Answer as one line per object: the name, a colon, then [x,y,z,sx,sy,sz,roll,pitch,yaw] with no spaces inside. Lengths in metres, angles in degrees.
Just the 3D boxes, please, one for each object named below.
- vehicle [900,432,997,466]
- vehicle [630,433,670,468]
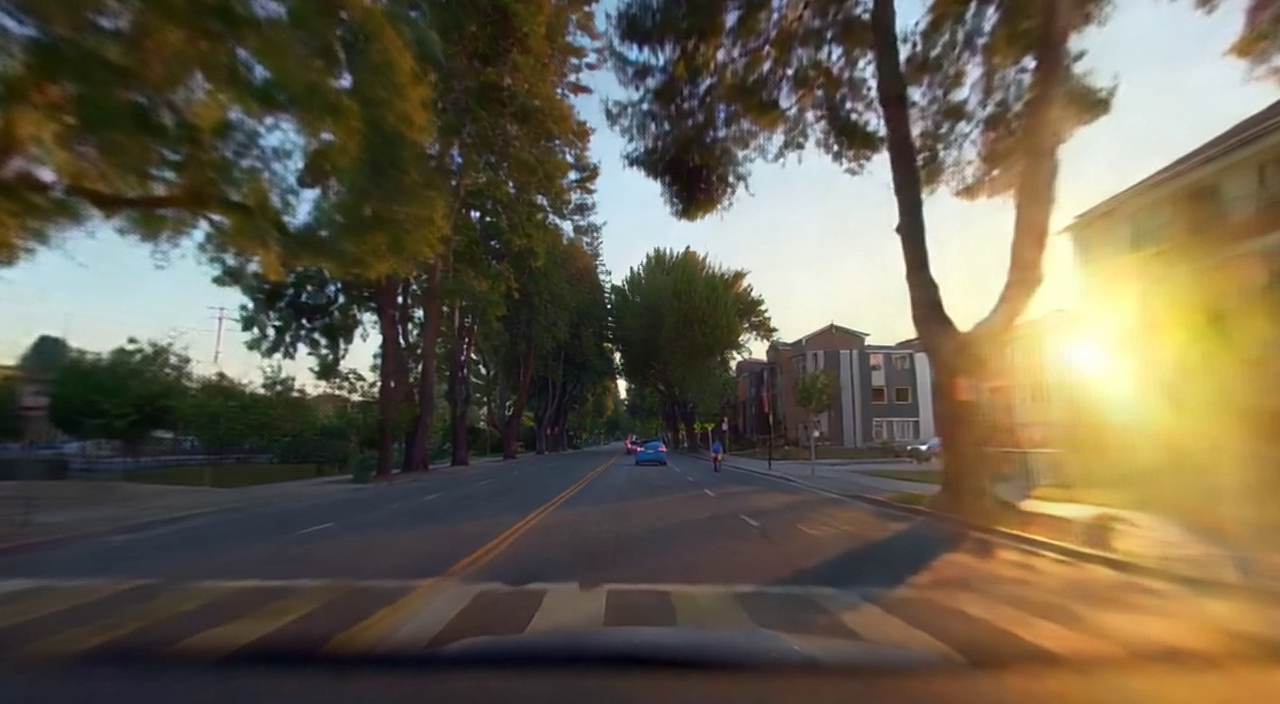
vehicle: [17.178,5.429,35.215,4.237,1.819,2.245,0,-8,0]
vehicle: [0.461,5.079,32.655,1.981,1.703,3.691,0,-8,-1]
